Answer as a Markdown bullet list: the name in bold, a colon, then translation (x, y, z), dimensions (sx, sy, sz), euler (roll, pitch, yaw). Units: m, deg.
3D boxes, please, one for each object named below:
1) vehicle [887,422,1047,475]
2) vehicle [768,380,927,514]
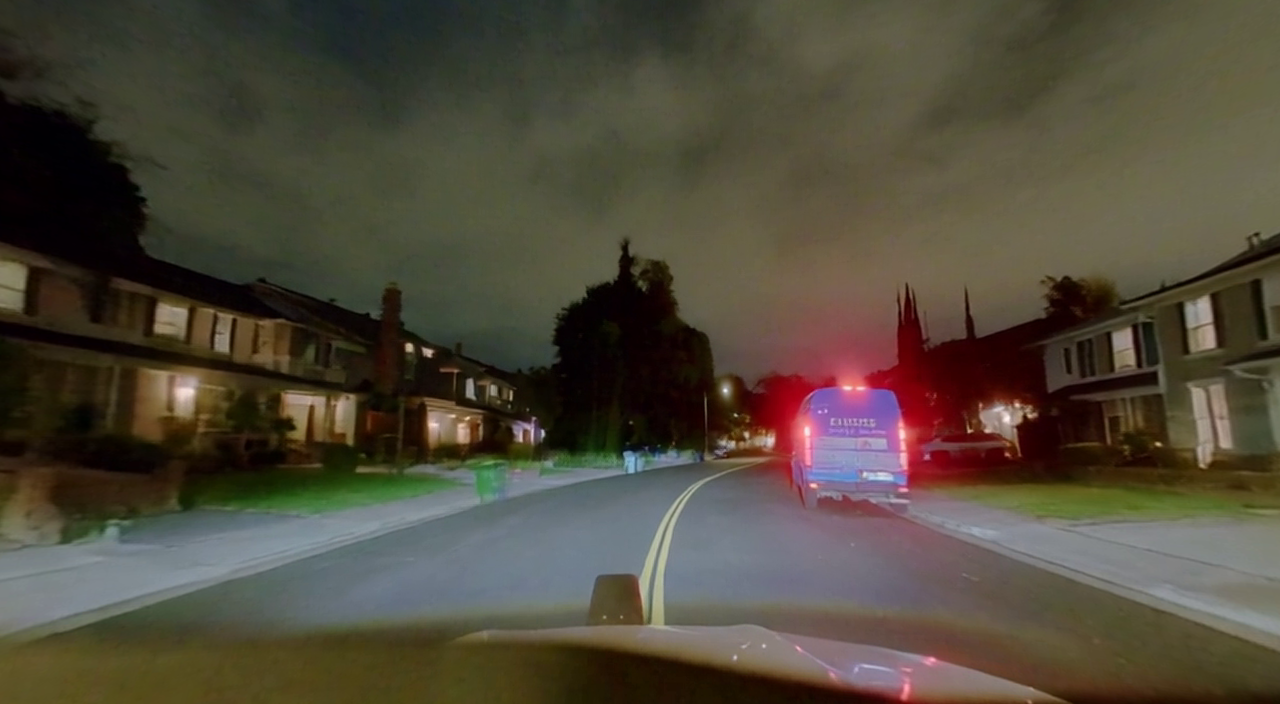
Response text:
- **vehicle**: translation (12.181, 3.696, 23.898), dimensions (4.791, 1.472, 2.114), euler (-7, -11, 9)
- **vehicle**: translation (4.871, 2.403, 16.132), dimensions (2.684, 2.712, 6.197), euler (-1, -9, 8)
